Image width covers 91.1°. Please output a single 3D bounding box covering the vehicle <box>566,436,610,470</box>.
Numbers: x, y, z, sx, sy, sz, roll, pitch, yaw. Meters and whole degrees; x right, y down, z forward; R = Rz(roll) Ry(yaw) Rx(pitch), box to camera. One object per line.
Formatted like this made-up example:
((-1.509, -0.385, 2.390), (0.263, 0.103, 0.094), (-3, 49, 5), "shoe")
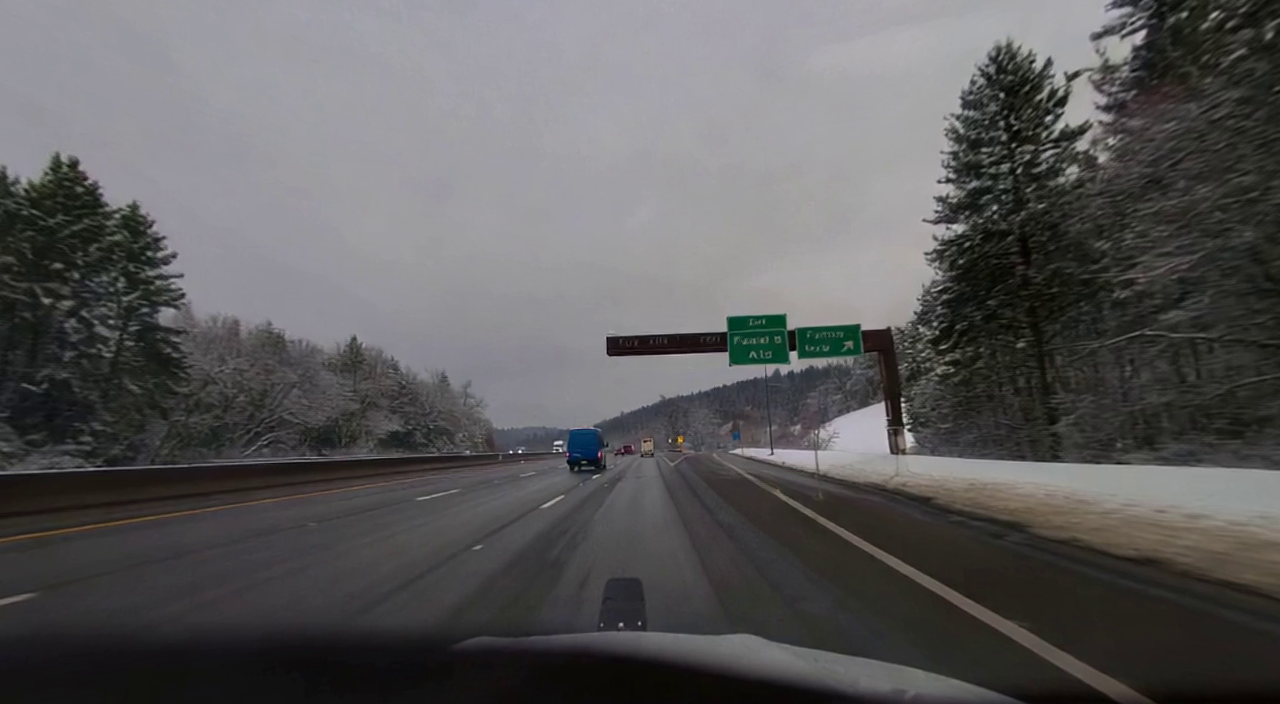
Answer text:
((-3.000, 5.938, 37.100), (2.169, 1.849, 4.639), (0, -8, 0), "vehicle")
